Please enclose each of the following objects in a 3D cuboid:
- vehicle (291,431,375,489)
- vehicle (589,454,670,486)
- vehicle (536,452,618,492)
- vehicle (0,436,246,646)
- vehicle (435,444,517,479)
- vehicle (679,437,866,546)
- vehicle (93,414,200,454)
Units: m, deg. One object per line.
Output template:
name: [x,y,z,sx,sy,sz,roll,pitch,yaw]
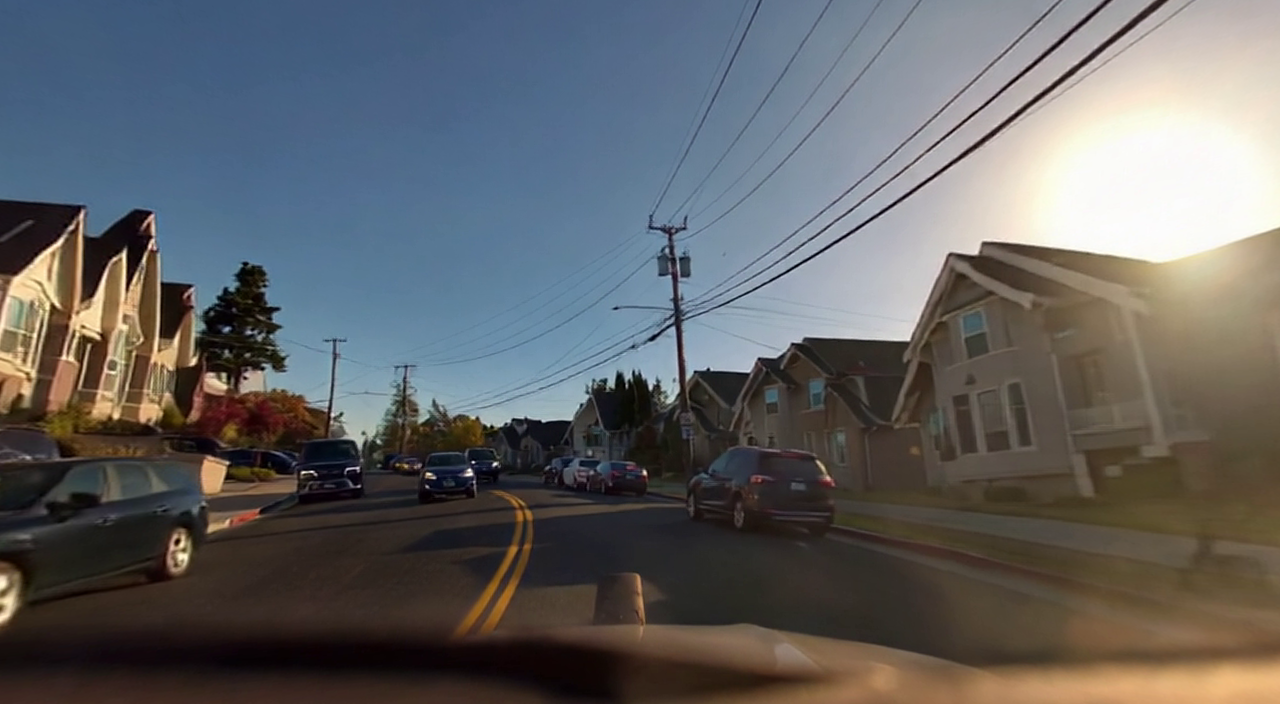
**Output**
vehicle: [-11.440,4.059,23.521,2.378,1.840,5.389,6,-12,-26]
vehicle: [-0.568,6.558,35.314,4.163,1.586,2.023,7,-11,-39]
vehicle: [-2.904,5.267,28.037,1.923,1.531,4.568,8,-11,-27]
vehicle: [-6.266,1.729,6.257,2.023,1.674,4.556,-1,-8,-4]
vehicle: [-10.270,6.783,39.297,2.449,1.869,5.504,15,-16,-41]
vehicle: [2.360,2.633,12.683,1.994,1.682,4.750,4,-9,-10]
vehicle: [-26.483,4.468,34.003,1.861,1.569,4.064,-11,-20,41]
